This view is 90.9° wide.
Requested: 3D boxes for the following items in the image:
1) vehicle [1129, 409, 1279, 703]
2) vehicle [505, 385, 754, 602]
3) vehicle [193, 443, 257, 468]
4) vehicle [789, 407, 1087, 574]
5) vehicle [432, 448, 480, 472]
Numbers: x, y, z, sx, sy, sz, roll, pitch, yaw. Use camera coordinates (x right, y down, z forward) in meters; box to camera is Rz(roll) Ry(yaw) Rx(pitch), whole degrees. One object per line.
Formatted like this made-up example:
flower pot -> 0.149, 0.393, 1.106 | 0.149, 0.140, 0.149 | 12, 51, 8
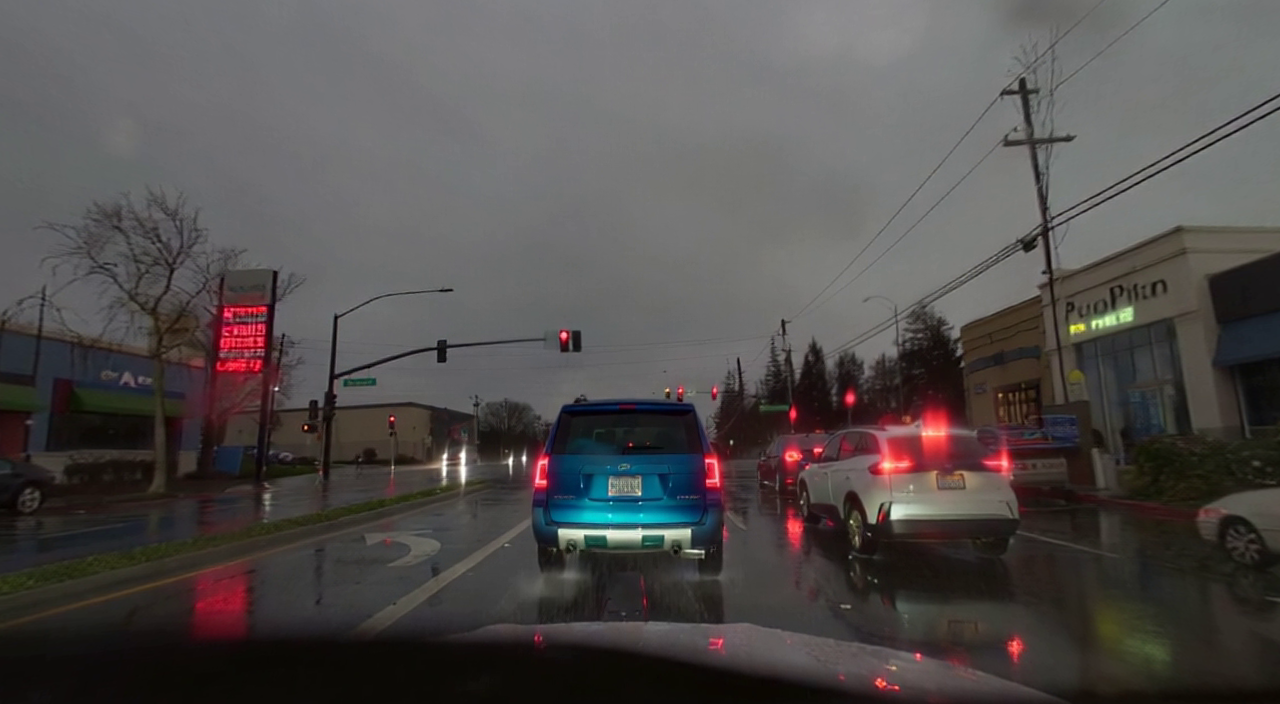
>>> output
vehicle -> 3.370, 0.731, 0.811 | 1.884, 1.484, 4.609 | 0, -8, 2
vehicle -> -0.005, 1.535, 7.683 | 2.154, 1.861, 4.280 | 0, -8, 3
vehicle -> -27.449, 6.869, 41.855 | 1.693, 1.563, 3.716 | 0, -8, 0
vehicle -> 3.618, 1.763, 8.797 | 2.036, 1.719, 4.318 | 0, -8, 0
vehicle -> -14.241, 8.343, 49.144 | 2.102, 1.737, 4.570 | -1, -8, 4
